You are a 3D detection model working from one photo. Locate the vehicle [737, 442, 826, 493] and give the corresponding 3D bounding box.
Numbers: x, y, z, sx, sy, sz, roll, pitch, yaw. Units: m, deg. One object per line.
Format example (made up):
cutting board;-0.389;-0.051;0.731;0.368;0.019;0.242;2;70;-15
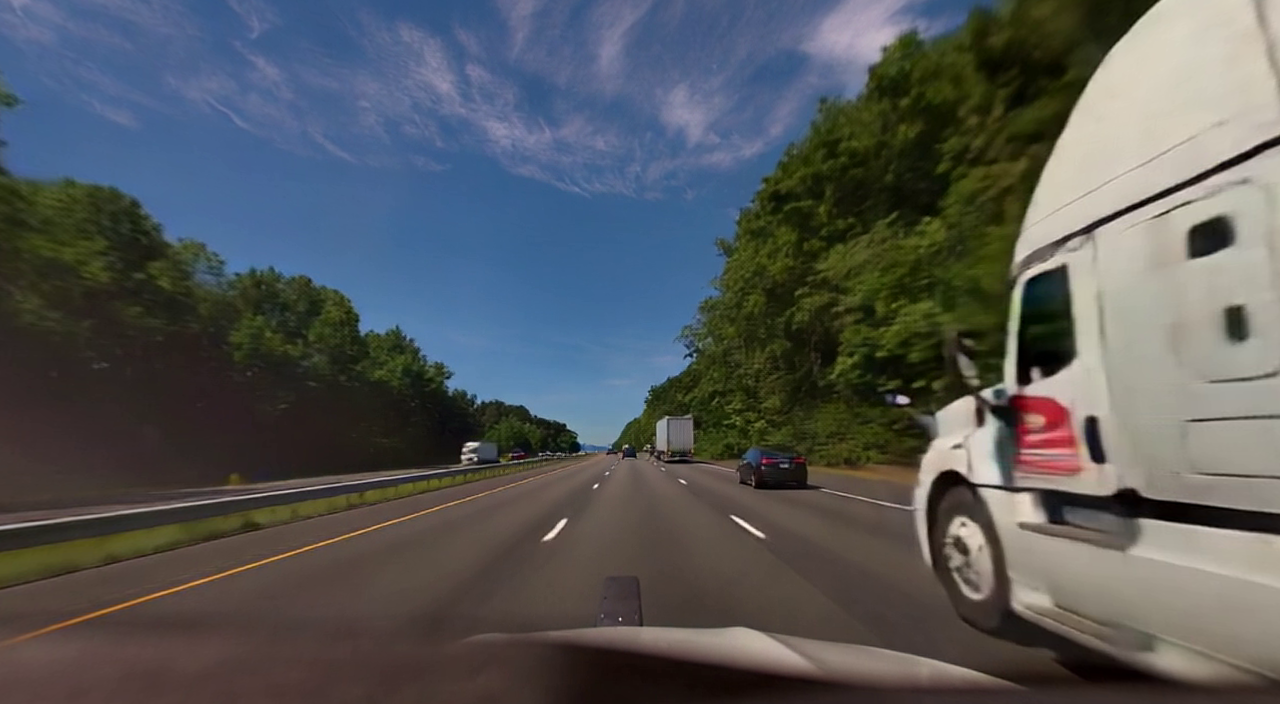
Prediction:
vehicle;4.529;3.739;20.670;1.910;1.474;3.776;0;-9;-2
